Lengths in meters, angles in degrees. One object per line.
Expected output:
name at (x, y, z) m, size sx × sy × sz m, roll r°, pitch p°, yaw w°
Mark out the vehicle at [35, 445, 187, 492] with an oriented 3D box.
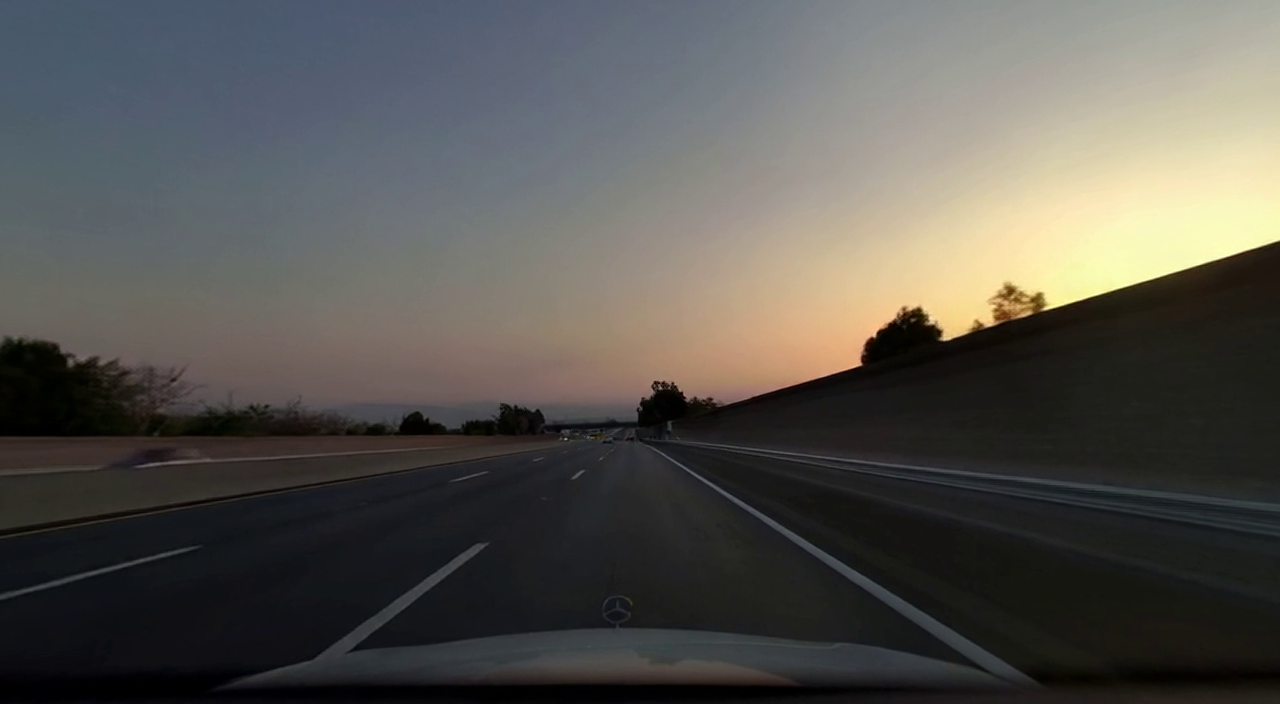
vehicle at (-19.738, 4.332, 23.779) m, size 1.866 × 1.512 × 4.514 m, roll 0°, pitch -8°, yaw 0°
